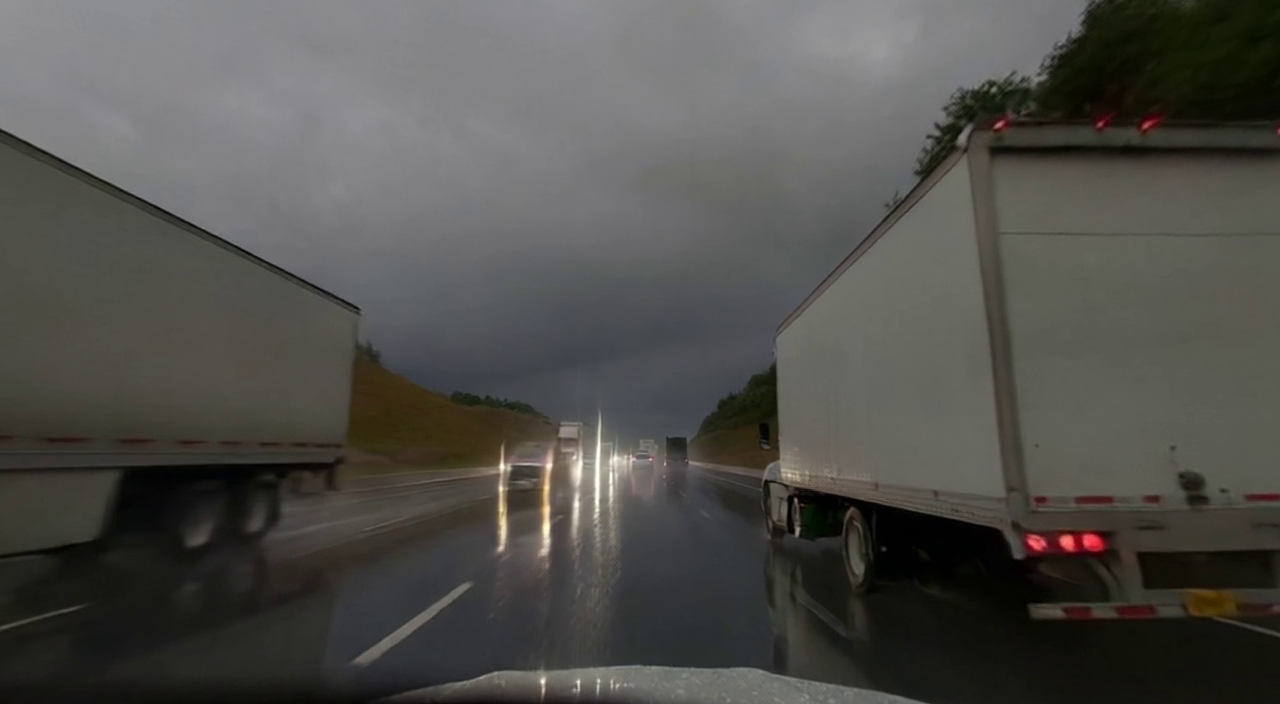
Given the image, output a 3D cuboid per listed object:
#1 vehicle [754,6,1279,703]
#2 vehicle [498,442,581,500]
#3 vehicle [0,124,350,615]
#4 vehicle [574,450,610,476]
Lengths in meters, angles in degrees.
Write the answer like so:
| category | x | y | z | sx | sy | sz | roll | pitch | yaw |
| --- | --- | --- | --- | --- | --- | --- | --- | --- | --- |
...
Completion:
| category | x | y | z | sx | sy | sz | roll | pitch | yaw |
| --- | --- | --- | --- | --- | --- | --- | --- | --- | --- |
| vehicle | 3.215 | 0.369 | 6.354 | 2.959 | 3.973 | 5.928 | 0 | -9 | 0 |
| vehicle | -3.194 | 3.859 | 20.880 | 2.008 | 1.671 | 4.126 | 0 | -9 | 1 |
| vehicle | -6.783 | 0.028 | 4.477 | 2.849 | 4.061 | 13.858 | 0 | -9 | 0 |
| vehicle | -3.077 | 7.173 | 40.910 | 2.005 | 1.598 | 3.684 | 0 | -9 | 1 |
